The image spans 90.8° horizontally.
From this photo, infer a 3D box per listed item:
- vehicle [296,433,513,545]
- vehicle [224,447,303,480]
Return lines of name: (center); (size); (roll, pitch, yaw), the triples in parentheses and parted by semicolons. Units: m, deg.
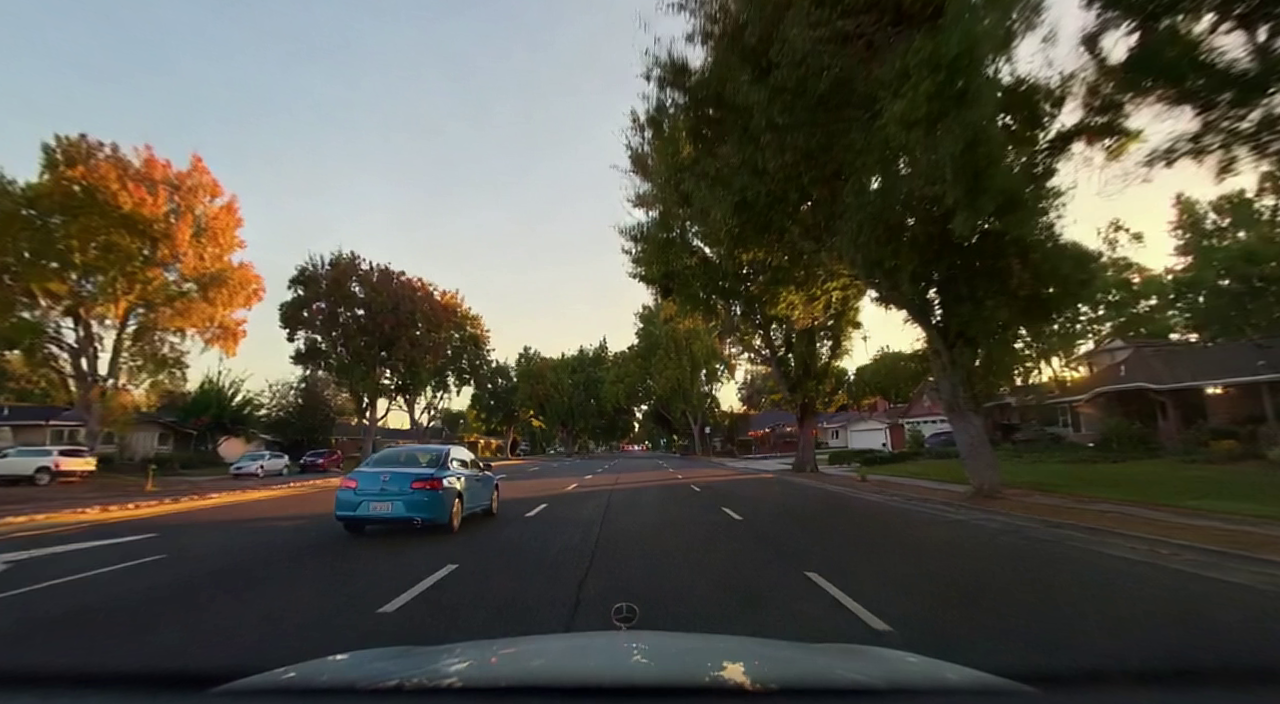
vehicle: (-3.581, 2.144, 10.592); (2.005, 1.477, 4.169); (0, -8, 0)
vehicle: (-22.975, 6.781, 38.811); (1.986, 1.897, 4.636); (0, -8, 0)
